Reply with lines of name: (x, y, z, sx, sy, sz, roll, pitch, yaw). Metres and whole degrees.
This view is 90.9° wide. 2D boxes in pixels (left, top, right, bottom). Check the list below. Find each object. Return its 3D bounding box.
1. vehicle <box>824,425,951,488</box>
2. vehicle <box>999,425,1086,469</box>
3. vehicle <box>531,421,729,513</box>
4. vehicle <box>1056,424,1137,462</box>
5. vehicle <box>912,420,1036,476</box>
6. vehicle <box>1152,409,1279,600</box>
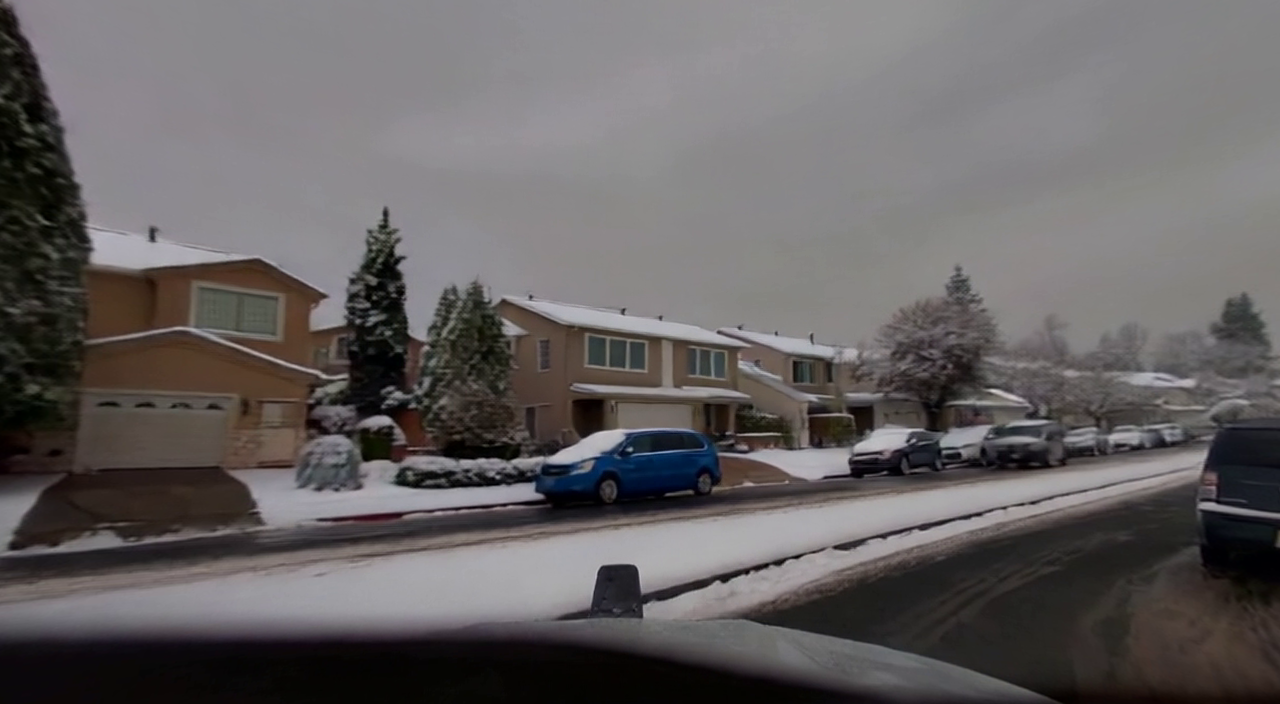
vehicle: (7.210, 2.922, 18.211, 3.785, 1.488, 1.828, 4, -7, -42)
vehicle: (16.086, 3.763, 25.125, 3.465, 1.549, 1.734, 5, -13, -39)
vehicle: (-0.117, 2.138, 12.288, 3.513, 1.507, 1.798, 6, -9, -40)
vehicle: (20.947, 4.100, 28.886, 3.628, 1.532, 1.834, 3, -7, -35)
vehicle: (11.549, 3.285, 21.713, 4.428, 1.670, 1.872, 4, -12, -37)
vehicle: (6.861, 1.371, 6.249, 4.226, 1.507, 2.008, 7, -10, -42)
